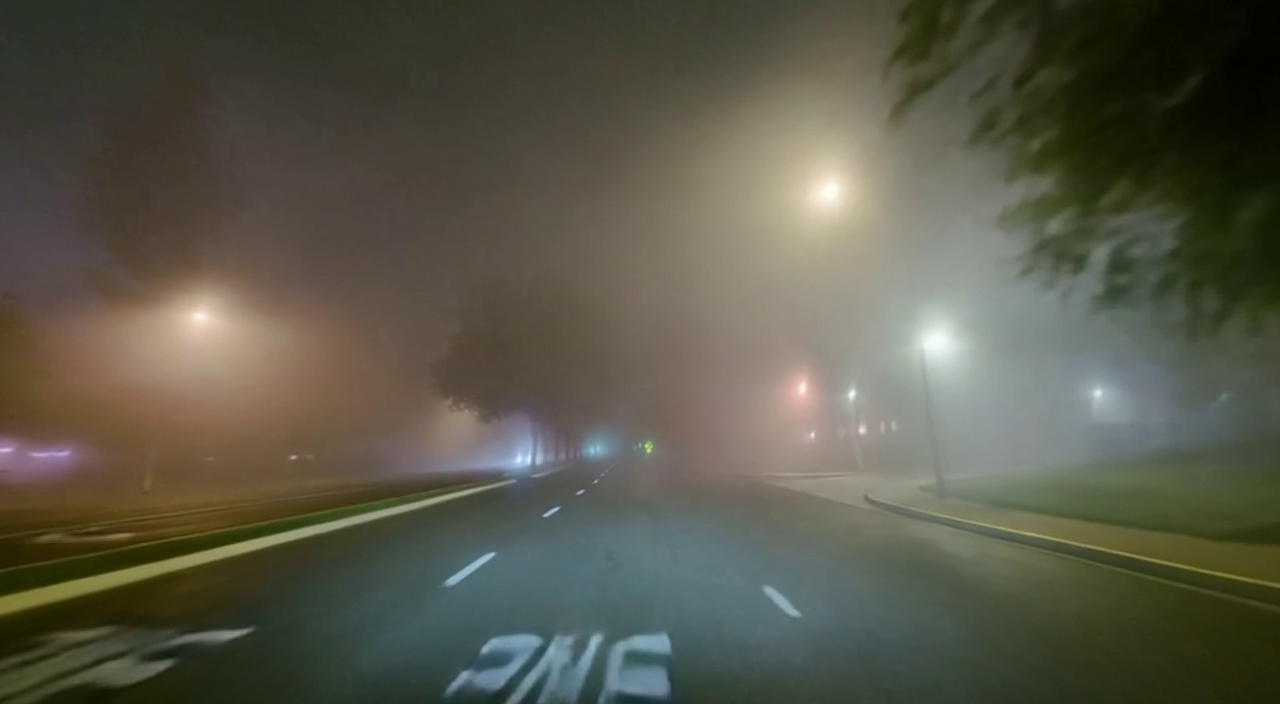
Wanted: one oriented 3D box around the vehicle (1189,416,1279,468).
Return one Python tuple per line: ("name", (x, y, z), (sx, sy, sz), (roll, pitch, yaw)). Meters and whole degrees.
("vehicle", (20.084, 2.863, 20.244), (1.742, 1.545, 3.453), (0, -7, -1))
